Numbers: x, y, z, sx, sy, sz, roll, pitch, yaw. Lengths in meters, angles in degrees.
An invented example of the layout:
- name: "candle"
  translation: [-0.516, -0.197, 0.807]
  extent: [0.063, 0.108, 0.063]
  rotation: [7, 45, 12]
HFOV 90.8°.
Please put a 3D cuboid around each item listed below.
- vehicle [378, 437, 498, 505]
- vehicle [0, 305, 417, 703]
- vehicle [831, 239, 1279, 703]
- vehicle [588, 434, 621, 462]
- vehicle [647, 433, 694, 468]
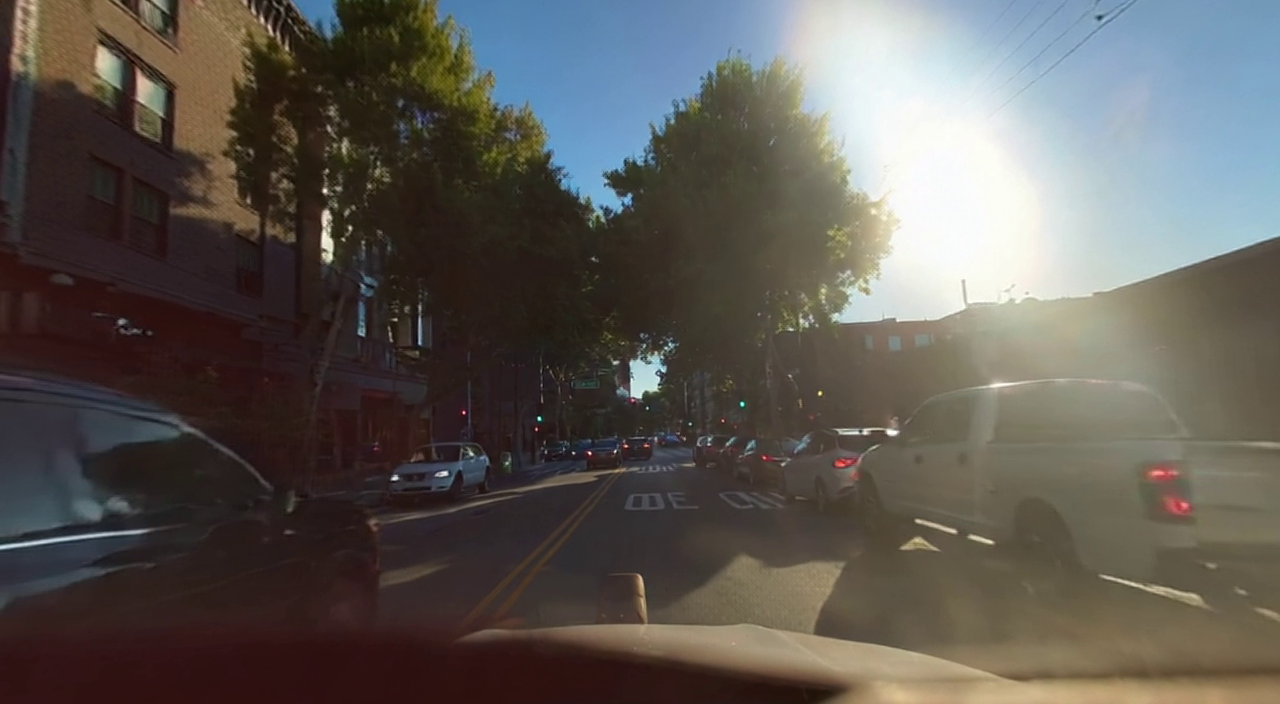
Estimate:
- name: "vehicle"
  translation: [-5.902, 3.505, 19.118]
  extent: [2.013, 1.772, 4.439]
  rotation: [-1, -8, 2]
- name: "vehicle"
  translation: [-2.969, 0.864, 2.249]
  extent: [2.333, 1.832, 5.200]
  rotation: [0, -8, 1]
- name: "vehicle"
  translation: [3.661, 0.979, 5.232]
  extent: [2.356, 2.043, 5.791]
  rotation: [0, -8, 0]
- name: "vehicle"
  translation: [-2.300, 6.363, 41.822]
  extent: [1.979, 1.723, 3.849]
  rotation: [0, -8, 1]
- name: "vehicle"
  translation: [1.572, 4.906, 31.543]
  extent: [2.111, 1.619, 4.077]
  rotation: [-1, -9, 6]
